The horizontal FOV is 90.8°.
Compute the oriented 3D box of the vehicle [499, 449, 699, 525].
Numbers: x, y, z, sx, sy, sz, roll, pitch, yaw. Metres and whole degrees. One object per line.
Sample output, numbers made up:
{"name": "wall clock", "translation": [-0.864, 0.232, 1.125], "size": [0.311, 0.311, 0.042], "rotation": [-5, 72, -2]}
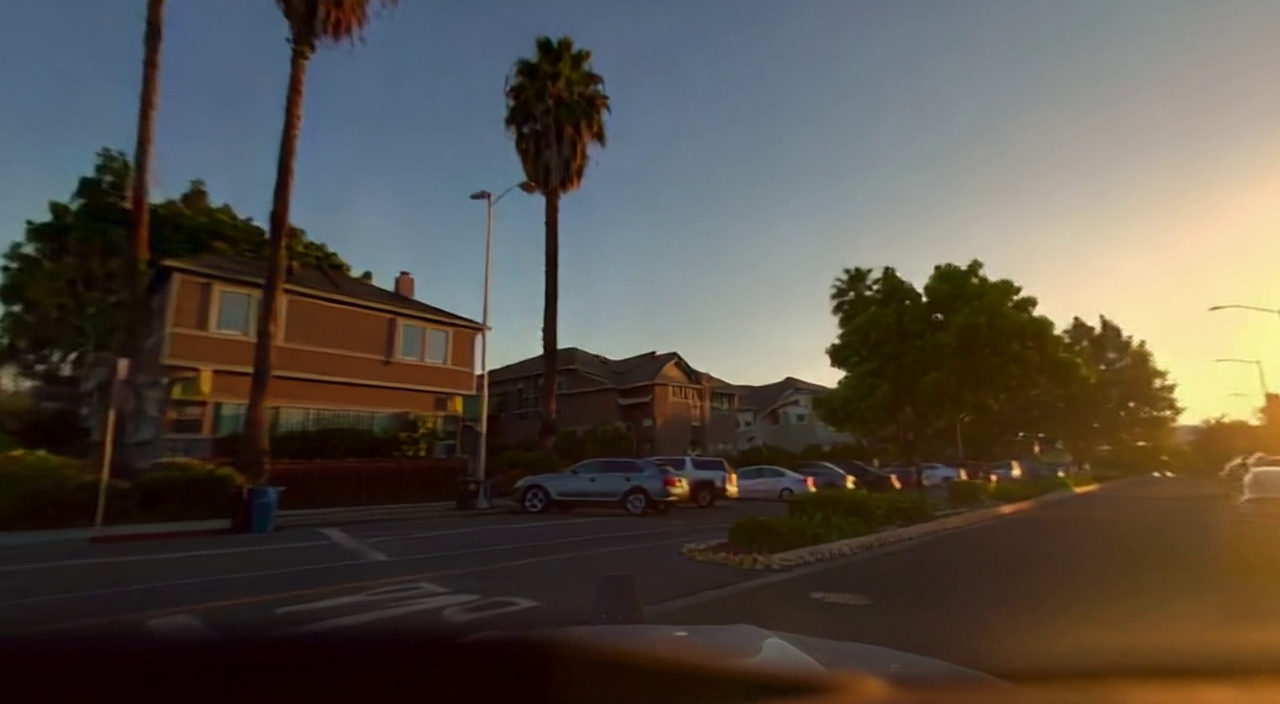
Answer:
{"name": "vehicle", "translation": [-1.094, 3.466, 16.746], "size": [4.866, 1.752, 1.998], "rotation": [-4, -10, 24]}
